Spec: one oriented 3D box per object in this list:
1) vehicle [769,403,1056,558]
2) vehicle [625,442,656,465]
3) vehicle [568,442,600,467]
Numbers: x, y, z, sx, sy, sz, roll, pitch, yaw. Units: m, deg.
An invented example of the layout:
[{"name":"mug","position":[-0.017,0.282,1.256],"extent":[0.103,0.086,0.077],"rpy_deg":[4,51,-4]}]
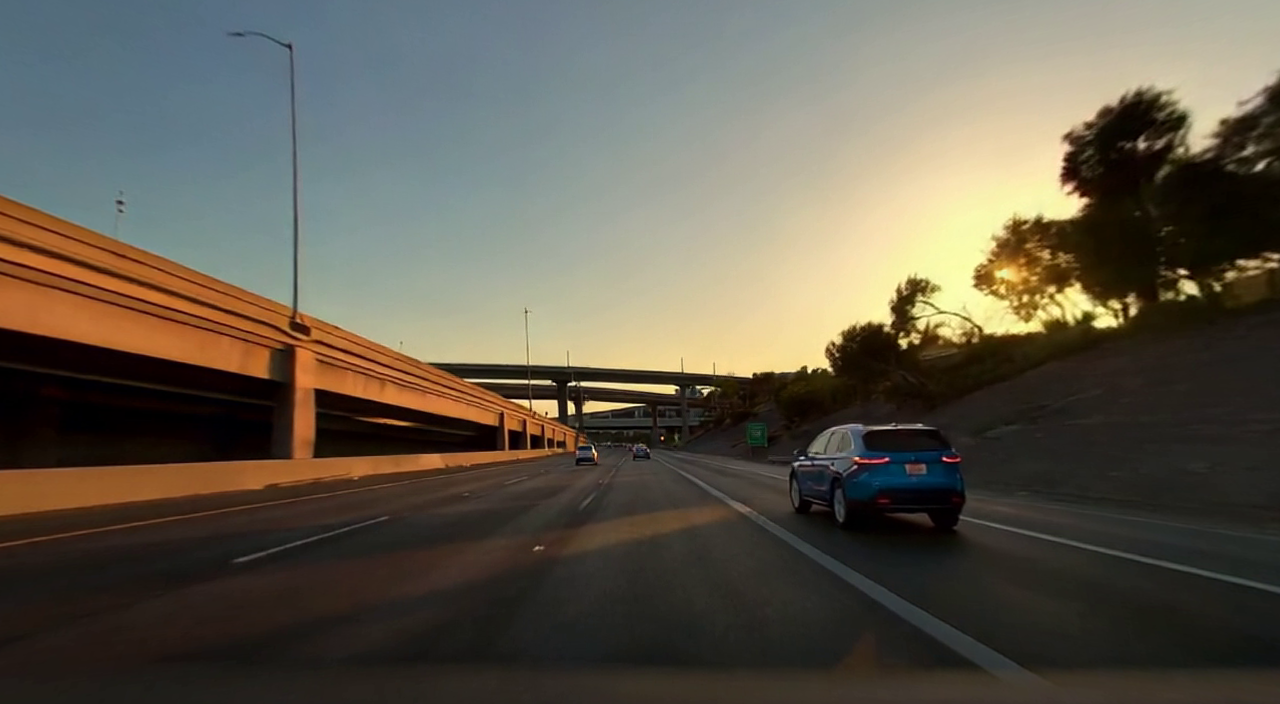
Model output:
[{"name":"vehicle","position":[3.777,1.890,10.050],"extent":[2.288,1.841,4.779],"rpy_deg":[0,-8,-2]},{"name":"vehicle","position":[-0.011,7.607,47.399],"extent":[2.132,1.657,3.967],"rpy_deg":[0,-8,-2]},{"name":"vehicle","position":[-3.948,7.320,45.370],"extent":[2.000,1.646,4.201],"rpy_deg":[0,-8,-1]}]
